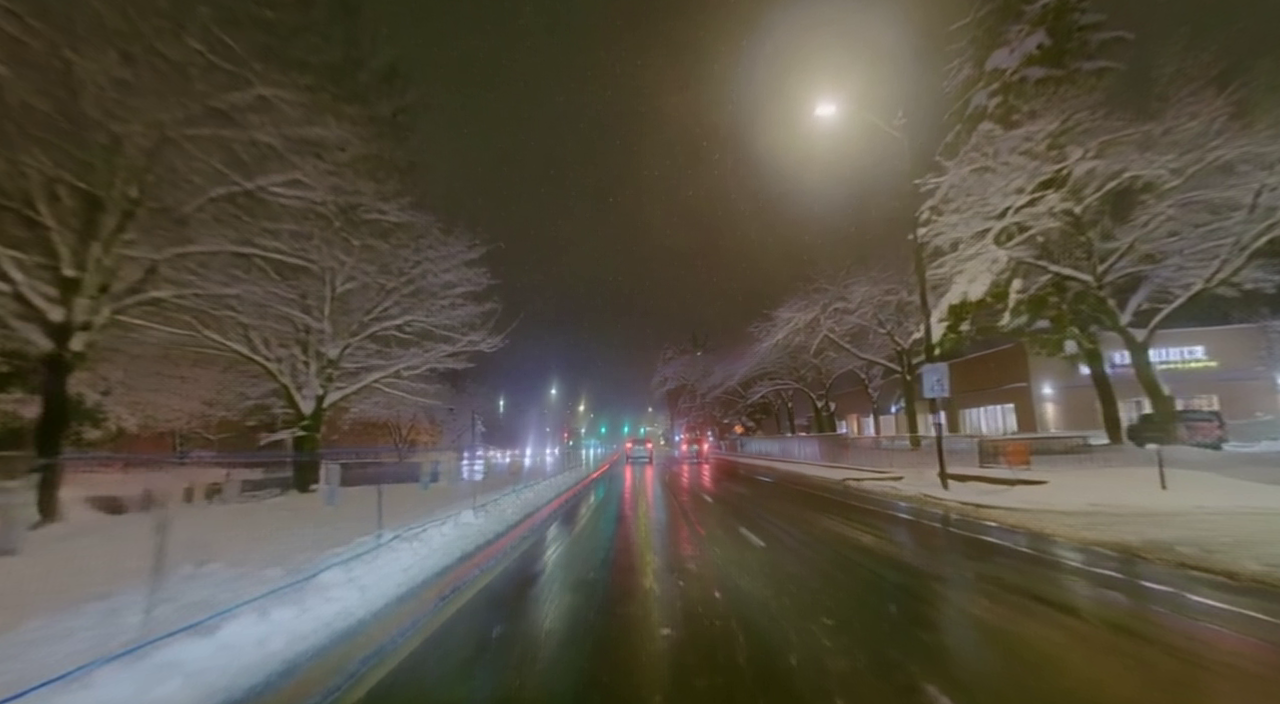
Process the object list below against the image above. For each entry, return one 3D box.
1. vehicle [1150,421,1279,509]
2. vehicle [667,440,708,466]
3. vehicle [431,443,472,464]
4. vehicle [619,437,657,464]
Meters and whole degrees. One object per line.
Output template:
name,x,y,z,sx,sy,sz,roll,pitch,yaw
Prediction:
vehicle,12.252,1.986,11.221,1.948,1.466,4.520,-1,-7,-15
vehicle,2.925,6.090,38.106,1.974,1.490,4.231,-2,-9,11
vehicle,-14.818,8.007,49.757,1.868,1.528,4.317,0,-8,0
vehicle,-0.078,6.590,42.132,2.000,1.671,4.276,-1,-8,7
